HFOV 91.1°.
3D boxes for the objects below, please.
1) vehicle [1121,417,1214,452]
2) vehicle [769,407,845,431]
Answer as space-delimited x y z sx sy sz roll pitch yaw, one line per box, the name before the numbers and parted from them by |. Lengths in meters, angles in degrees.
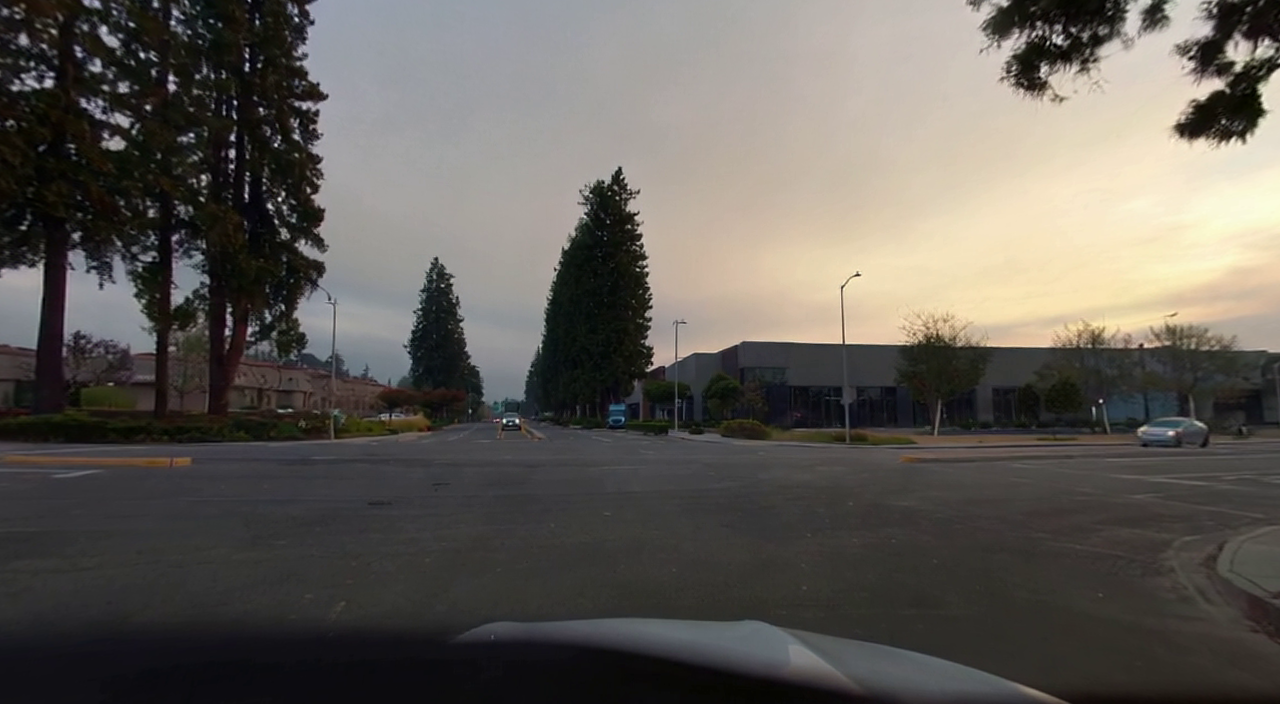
vehicle | 30.113 4.733 35.827 5.333 1.837 2.124 5 -10 -29
vehicle | 11.462 4.628 43.126 4.674 1.483 1.745 2 -9 -12
